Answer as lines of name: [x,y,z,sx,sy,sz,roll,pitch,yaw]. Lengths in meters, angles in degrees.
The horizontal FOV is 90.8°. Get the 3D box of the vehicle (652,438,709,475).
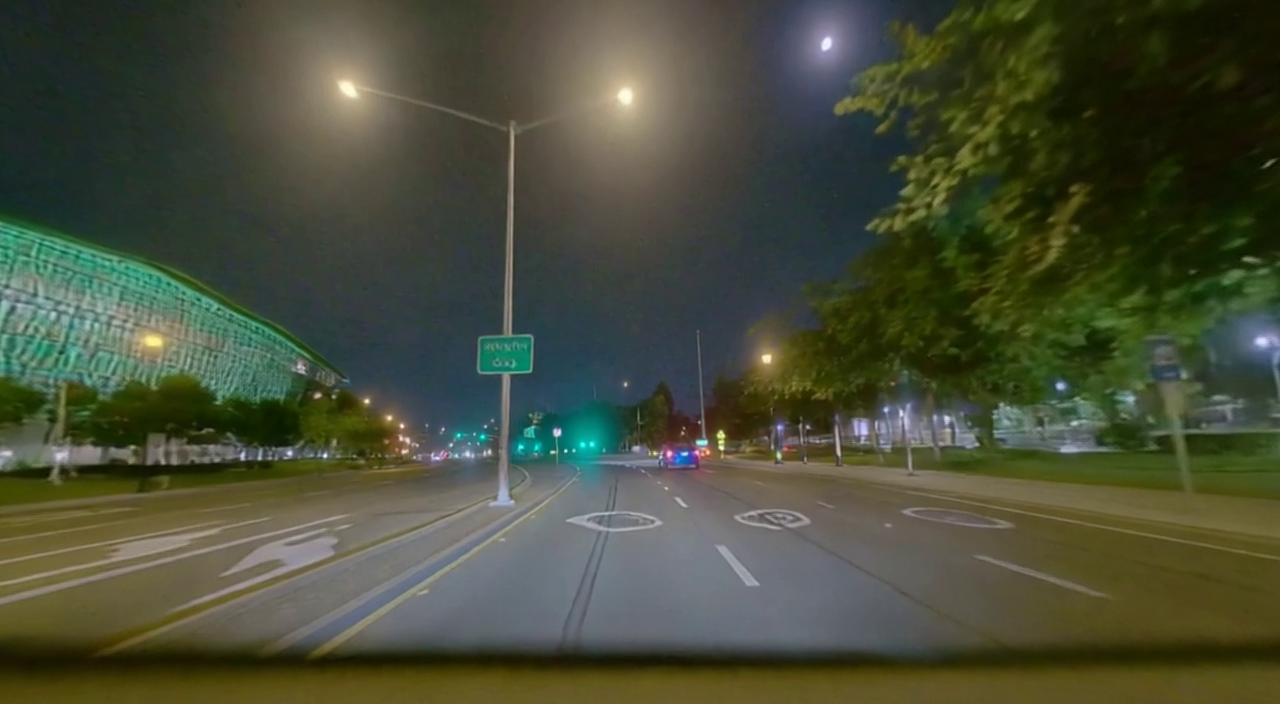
vehicle: [1.878,5.045,30.841,2.165,1.633,4.381,0,-8,-5]
